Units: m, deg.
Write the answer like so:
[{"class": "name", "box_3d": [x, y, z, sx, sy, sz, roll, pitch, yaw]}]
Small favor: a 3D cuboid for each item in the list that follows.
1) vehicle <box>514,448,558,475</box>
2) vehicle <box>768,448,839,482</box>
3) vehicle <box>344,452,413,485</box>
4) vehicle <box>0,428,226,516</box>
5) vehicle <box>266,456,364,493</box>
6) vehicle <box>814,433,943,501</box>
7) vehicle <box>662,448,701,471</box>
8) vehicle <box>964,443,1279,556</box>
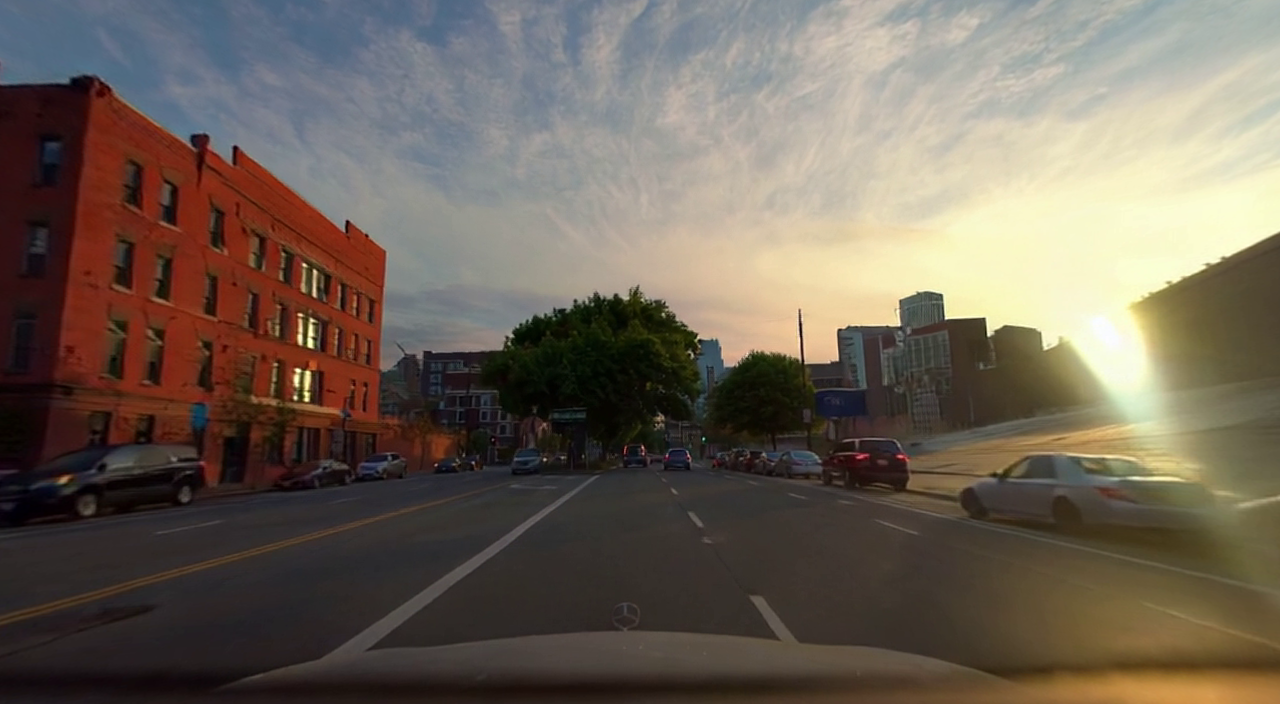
[{"class": "vehicle", "box_3d": [-6.532, 6.891, 40.039, 2.048, 1.615, 4.453, 0, -9, 0]}, {"class": "vehicle", "box_3d": [7.847, 5.480, 30.860, 2.030, 1.444, 4.832, -1, -9, -2]}, {"class": "vehicle", "box_3d": [-15.128, 6.727, 36.820, 2.063, 1.735, 4.317, 0, -8, 1]}, {"class": "vehicle", "box_3d": [-14.327, 3.338, 17.343, 2.330, 2.013, 5.310, 0, -12, -1]}, {"class": "vehicle", "box_3d": [-14.990, 5.665, 29.487, 1.953, 1.456, 4.690, 0, -8, 2]}, {"class": "vehicle", "box_3d": [7.897, 3.867, 21.618, 2.305, 1.984, 5.002, -1, -9, -1]}, {"class": "vehicle", "box_3d": [2.742, 7.297, 43.179, 2.238, 1.499, 4.964, 0, -8, -1]}, {"class": "vehicle", "box_3d": [7.863, 2.376, 10.941, 2.018, 1.489, 4.620, -1, -9, 0]}]
